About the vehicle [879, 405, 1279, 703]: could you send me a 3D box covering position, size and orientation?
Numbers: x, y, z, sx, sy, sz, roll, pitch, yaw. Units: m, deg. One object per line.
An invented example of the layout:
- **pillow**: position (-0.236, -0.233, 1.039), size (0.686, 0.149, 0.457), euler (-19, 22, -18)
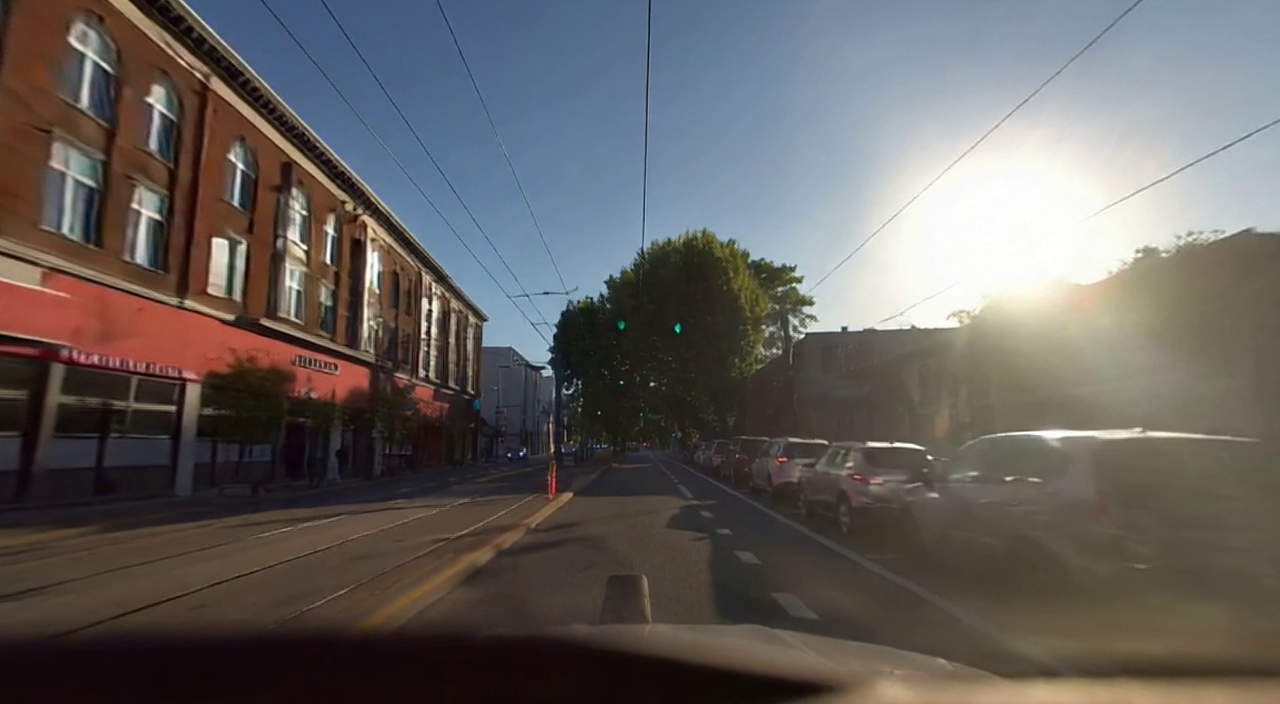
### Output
- **vehicle**: position (3.527, 1.310, 5.036), size (1.819, 1.546, 3.681), euler (0, -8, 1)
